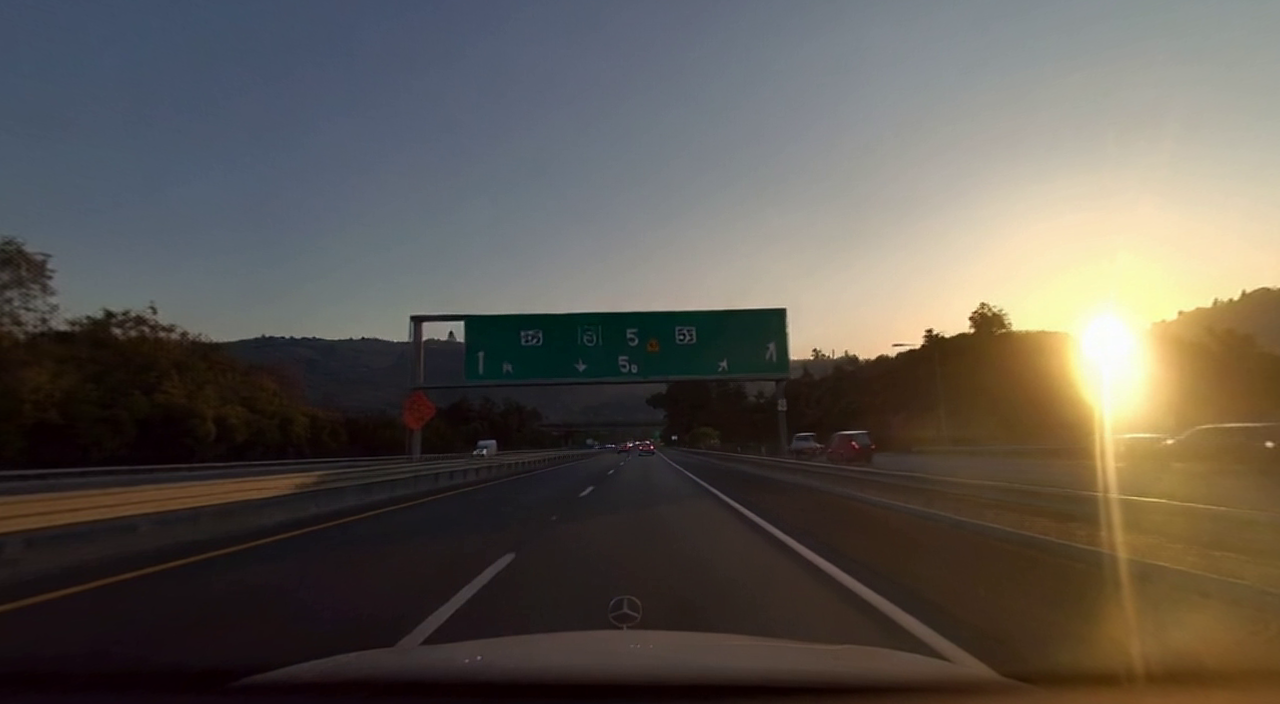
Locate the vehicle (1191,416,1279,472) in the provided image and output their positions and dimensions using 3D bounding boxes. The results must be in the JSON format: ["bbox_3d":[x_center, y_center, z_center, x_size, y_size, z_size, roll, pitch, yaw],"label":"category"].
[{"bbox_3d":[44.164,6.482,44.817,6.064,3.689,3.868,-2,-8,2],"label":"vehicle"}]
